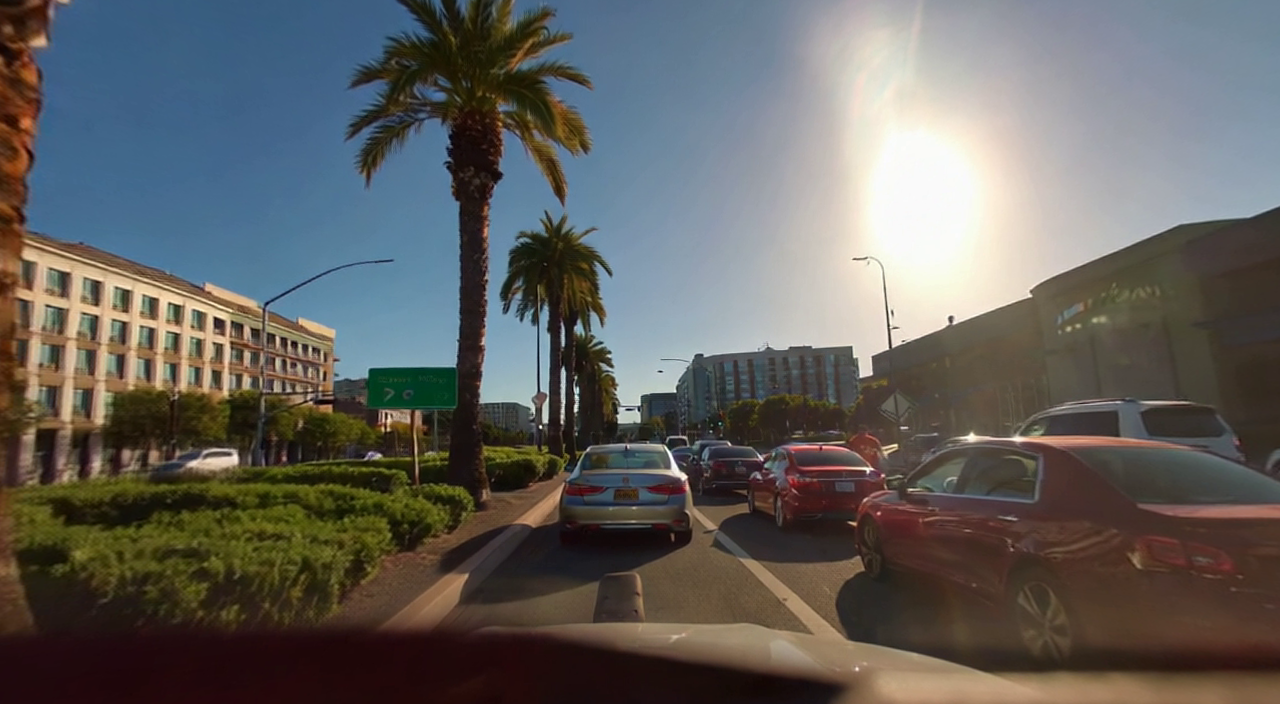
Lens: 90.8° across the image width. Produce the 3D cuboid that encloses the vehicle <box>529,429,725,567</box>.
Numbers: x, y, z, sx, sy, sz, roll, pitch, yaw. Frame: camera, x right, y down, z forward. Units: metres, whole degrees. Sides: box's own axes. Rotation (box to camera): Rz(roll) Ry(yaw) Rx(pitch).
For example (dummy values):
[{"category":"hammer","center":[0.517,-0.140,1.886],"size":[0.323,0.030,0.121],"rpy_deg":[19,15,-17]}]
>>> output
[{"category":"vehicle","center":[-0.164,1.913,9.027],"size":[2.158,1.498,3.919],"rpy_deg":[0,-8,-1]}]

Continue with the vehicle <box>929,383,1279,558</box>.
[{"category":"vehicle","center":[7.191,1.812,10.354],"size":[2.254,2.072,5.577],"rpy_deg":[0,-8,0]}]

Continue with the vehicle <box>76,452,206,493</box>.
[{"category":"vehicle","center":[-24.008,5.767,30.745],"size":[2.055,1.759,5.200],"rpy_deg":[0,-8,0]}]

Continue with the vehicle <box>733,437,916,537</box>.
[{"category":"vehicle","center":[3.075,2.340,11.673],"size":[1.925,1.451,4.436],"rpy_deg":[0,-8,-2]}]

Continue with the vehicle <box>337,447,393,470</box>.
[{"category":"vehicle","center":[-20.779,8.024,48.009],"size":[2.053,1.631,4.900],"rpy_deg":[0,-9,0]}]

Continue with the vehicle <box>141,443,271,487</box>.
[{"category":"vehicle","center":[-20.454,5.312,30.165],"size":[2.306,1.880,5.537],"rpy_deg":[0,-8,-1]}]
